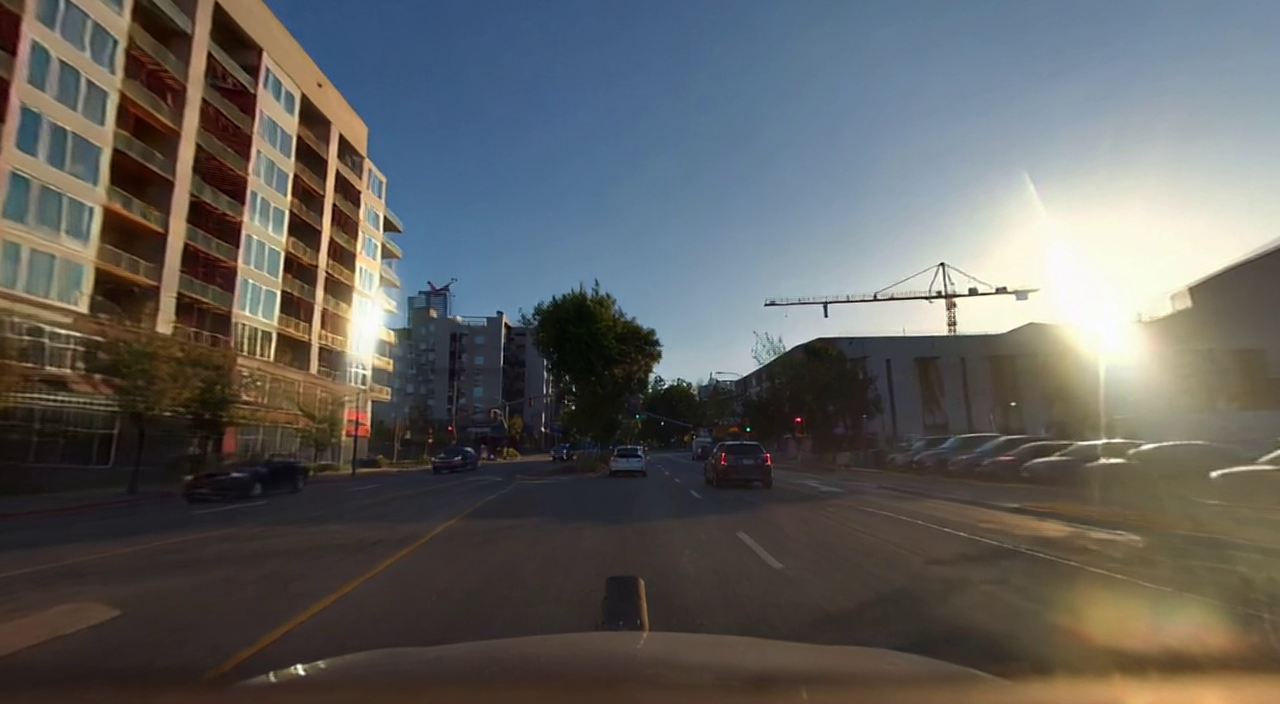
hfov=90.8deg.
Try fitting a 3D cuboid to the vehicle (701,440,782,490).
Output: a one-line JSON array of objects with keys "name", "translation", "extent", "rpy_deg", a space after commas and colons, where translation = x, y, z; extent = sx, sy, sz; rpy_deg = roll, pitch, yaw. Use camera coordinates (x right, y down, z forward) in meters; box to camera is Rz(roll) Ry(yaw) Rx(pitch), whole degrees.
[{"name": "vehicle", "translation": [3.242, 3.700, 21.027], "extent": [1.910, 1.474, 4.003], "rpy_deg": [0, -9, -2]}]

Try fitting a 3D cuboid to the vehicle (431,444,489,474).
[{"name": "vehicle", "translation": [-10.579, 6.285, 37.398], "extent": [1.973, 1.646, 4.427], "rpy_deg": [-1, -9, 2]}]

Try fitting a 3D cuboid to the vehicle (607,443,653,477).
[{"name": "vehicle", "translation": [-0.470, 5.044, 29.680], "extent": [2.006, 1.487, 3.535], "rpy_deg": [0, -9, -1]}]

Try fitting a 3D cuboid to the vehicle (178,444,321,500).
[{"name": "vehicle", "translation": [-13.061, 4.007, 21.558], "extent": [1.929, 1.686, 4.547], "rpy_deg": [-1, -9, 1]}]

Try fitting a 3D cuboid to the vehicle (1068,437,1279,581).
[{"name": "vehicle", "translation": [7.459, 1.700, 7.160], "extent": [1.893, 1.455, 4.571], "rpy_deg": [0, -9, -2]}]

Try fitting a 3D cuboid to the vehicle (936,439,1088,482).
[{"name": "vehicle", "translation": [13.390, 3.925, 22.950], "extent": [4.256, 1.469, 1.869], "rpy_deg": [-1, -9, 2]}]
